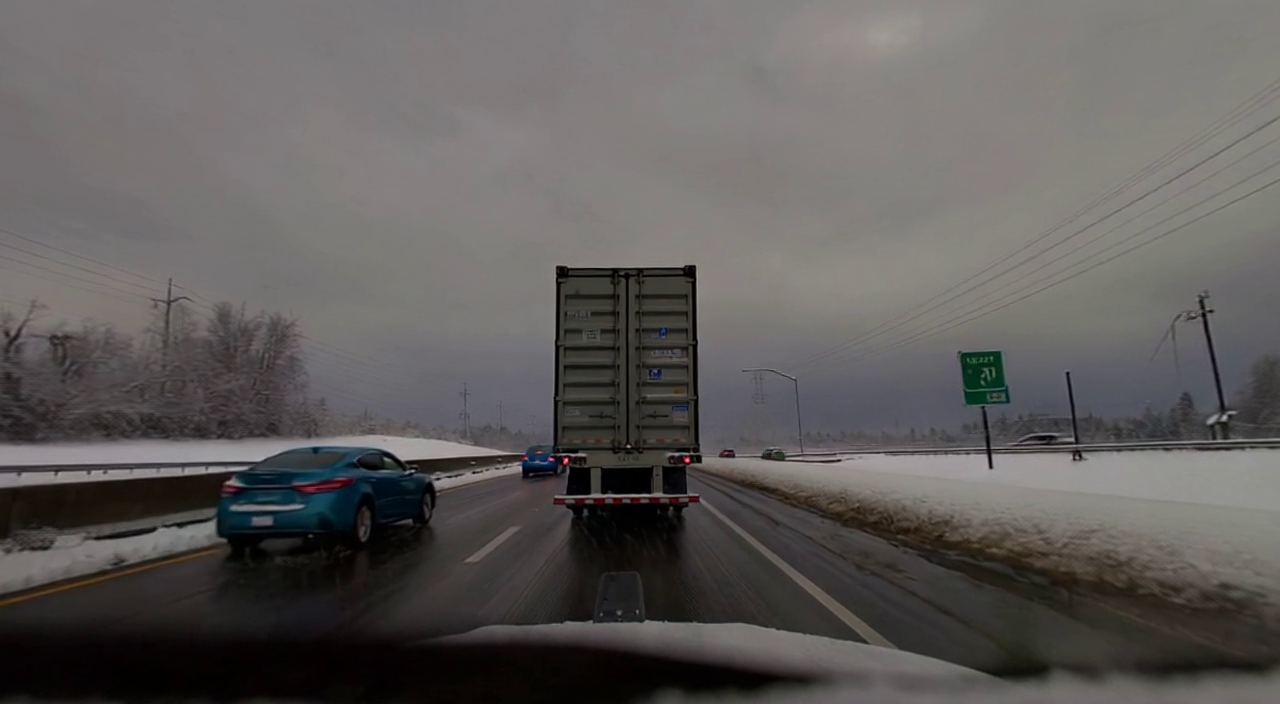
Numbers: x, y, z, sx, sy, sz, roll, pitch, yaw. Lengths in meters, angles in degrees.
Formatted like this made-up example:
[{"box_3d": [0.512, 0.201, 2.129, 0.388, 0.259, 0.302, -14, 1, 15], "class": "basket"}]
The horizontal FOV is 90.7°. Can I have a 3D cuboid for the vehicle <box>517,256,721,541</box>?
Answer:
[{"box_3d": [-0.263, 1.485, 15.051, 2.841, 4.071, 12.046, -1, -8, 0], "class": "vehicle"}]

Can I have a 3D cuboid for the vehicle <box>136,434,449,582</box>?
[{"box_3d": [-4.219, 1.928, 8.673, 1.912, 1.485, 4.218, 0, -9, 0], "class": "vehicle"}]

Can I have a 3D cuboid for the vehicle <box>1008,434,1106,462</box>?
[{"box_3d": [25.750, 5.960, 39.241, 1.932, 1.594, 4.579, 5, -10, -31], "class": "vehicle"}]
